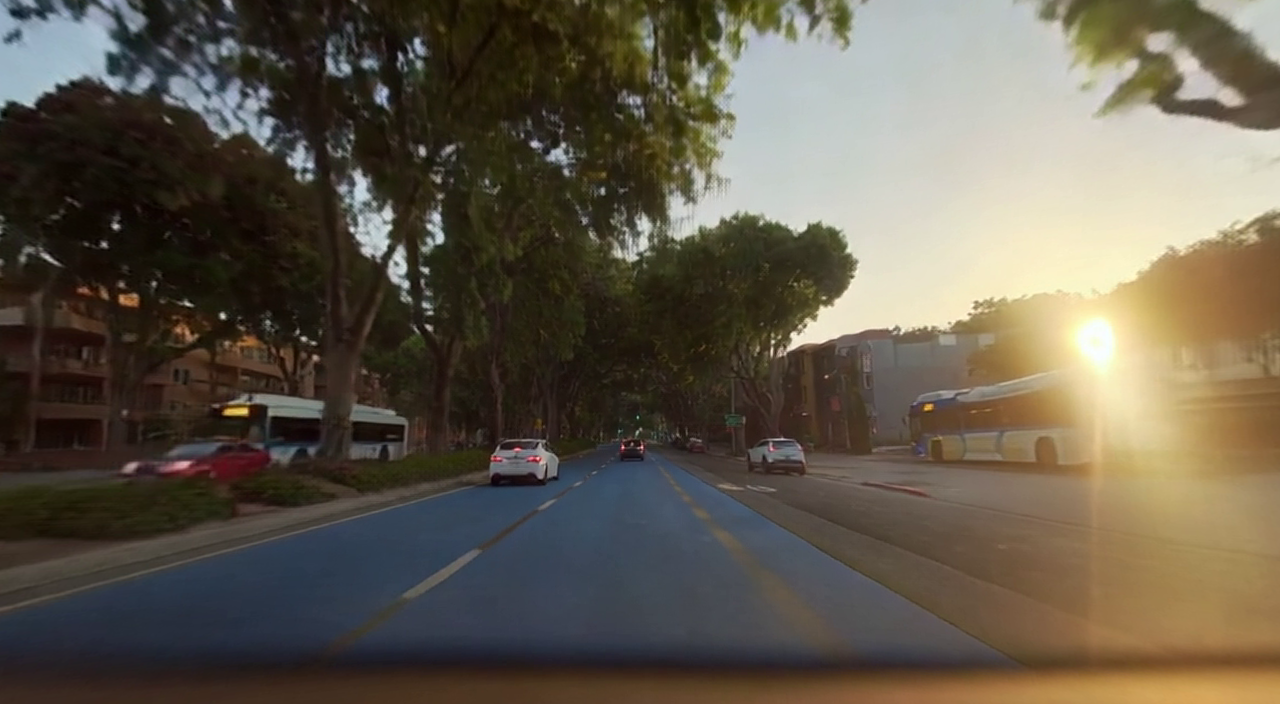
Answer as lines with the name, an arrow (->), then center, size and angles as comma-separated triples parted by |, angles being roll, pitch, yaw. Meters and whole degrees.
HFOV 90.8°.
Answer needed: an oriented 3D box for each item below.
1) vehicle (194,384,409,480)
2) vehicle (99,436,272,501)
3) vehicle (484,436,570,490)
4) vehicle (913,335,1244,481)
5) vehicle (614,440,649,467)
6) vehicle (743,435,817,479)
vehicle -> -15.575, 4.109, 31.356 | 3.303, 3.710, 13.912 | 0, -8, -1
vehicle -> -11.969, 3.060, 17.024 | 1.797, 1.532, 3.869 | 0, -8, -1
vehicle -> -3.480, 3.505, 20.304 | 1.934, 1.522, 4.287 | 0, -8, 1
vehicle -> 17.723, 2.910, 28.745 | 3.225, 4.571, 16.558 | -3, -8, 0
vehicle -> -0.486, 6.189, 38.714 | 1.999, 1.520, 3.896 | 0, -8, 0
vehicle -> 6.376, 4.866, 29.608 | 2.206, 1.803, 5.753 | 0, -8, 0
